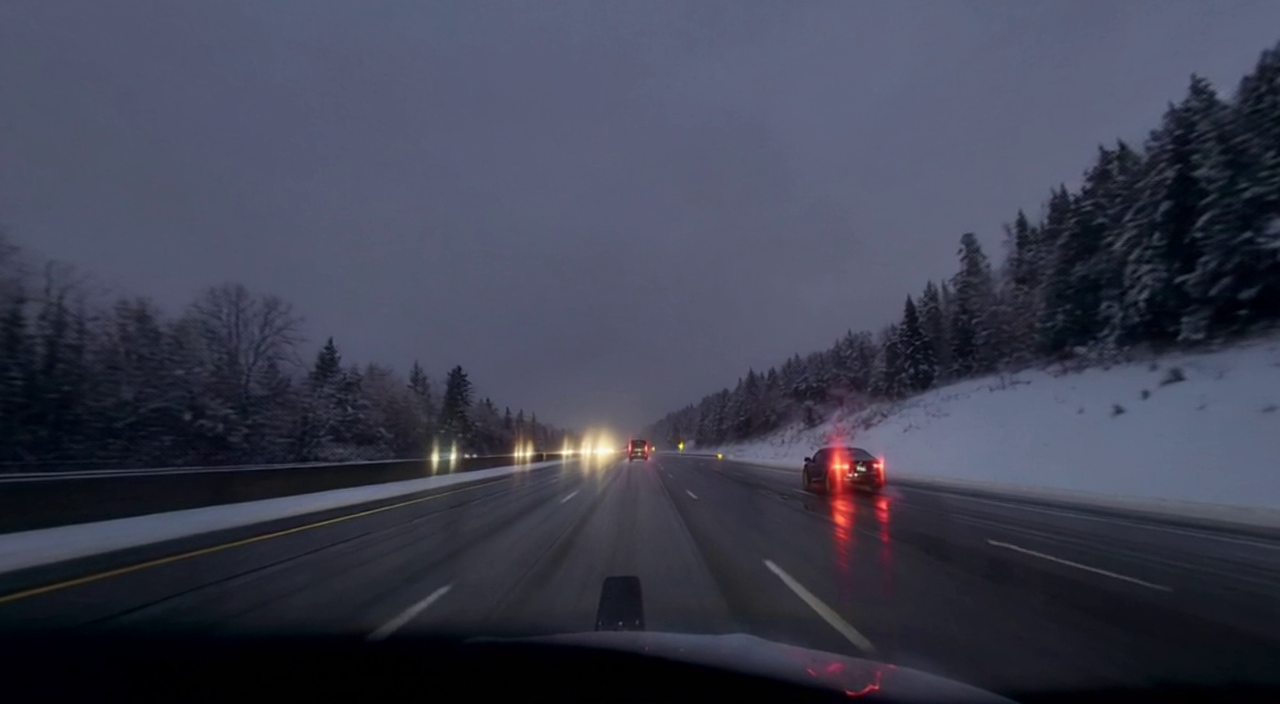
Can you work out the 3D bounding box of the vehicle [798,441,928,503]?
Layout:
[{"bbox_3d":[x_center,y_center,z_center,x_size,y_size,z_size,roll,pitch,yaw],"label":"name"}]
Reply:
[{"bbox_3d":[5.982,3.258,17.513,1.976,1.495,4.217,0,-9,-1],"label":"vehicle"}]

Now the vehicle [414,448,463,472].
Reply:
[{"bbox_3d":[-14.560,7.774,45.720,2.014,1.633,4.543,0,-9,0],"label":"vehicle"}]
